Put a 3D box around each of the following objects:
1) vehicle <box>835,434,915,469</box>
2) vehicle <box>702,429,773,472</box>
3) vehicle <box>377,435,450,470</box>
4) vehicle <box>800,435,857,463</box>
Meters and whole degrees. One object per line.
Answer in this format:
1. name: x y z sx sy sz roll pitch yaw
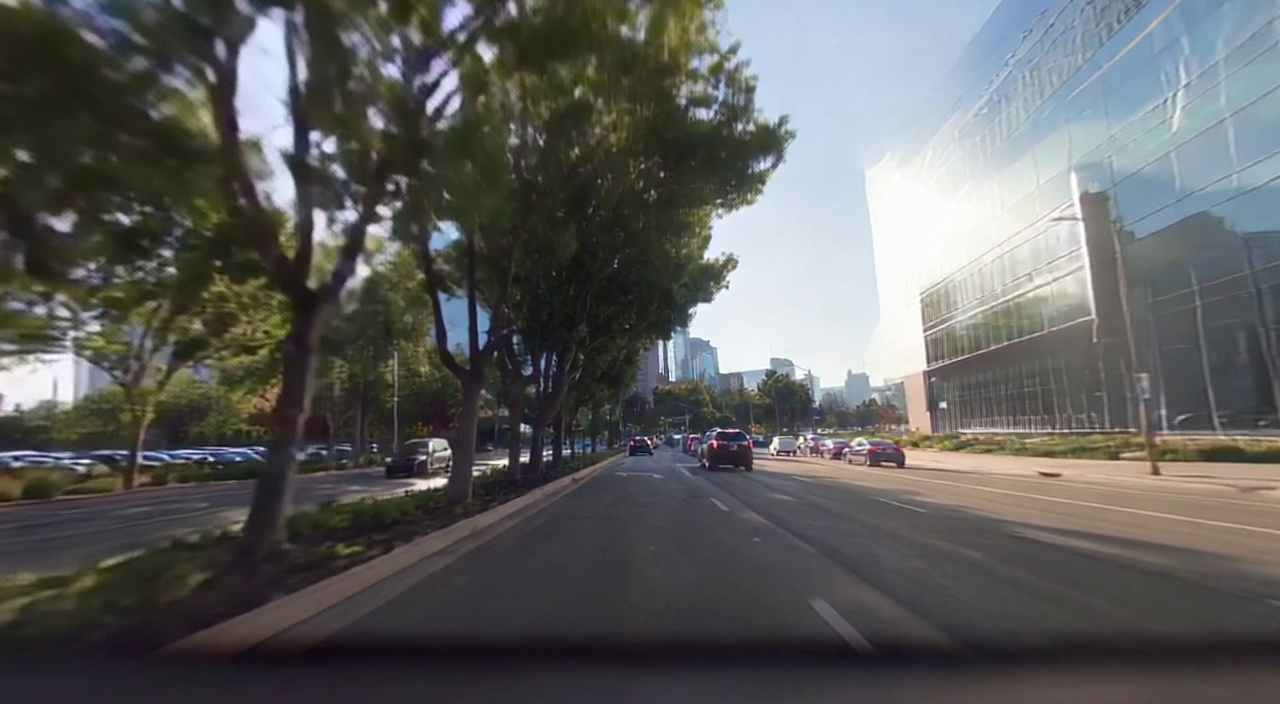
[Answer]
1. vehicle: 10.537 4.496 28.653 1.840 1.467 4.731 0 -8 0
2. vehicle: 4.050 4.185 26.972 2.216 1.675 4.627 0 -8 -1
3. vehicle: -13.640 6.101 38.462 2.285 1.931 5.530 -2 -8 2
4. vehicle: 10.796 5.588 36.456 1.841 1.471 4.790 0 -8 0
